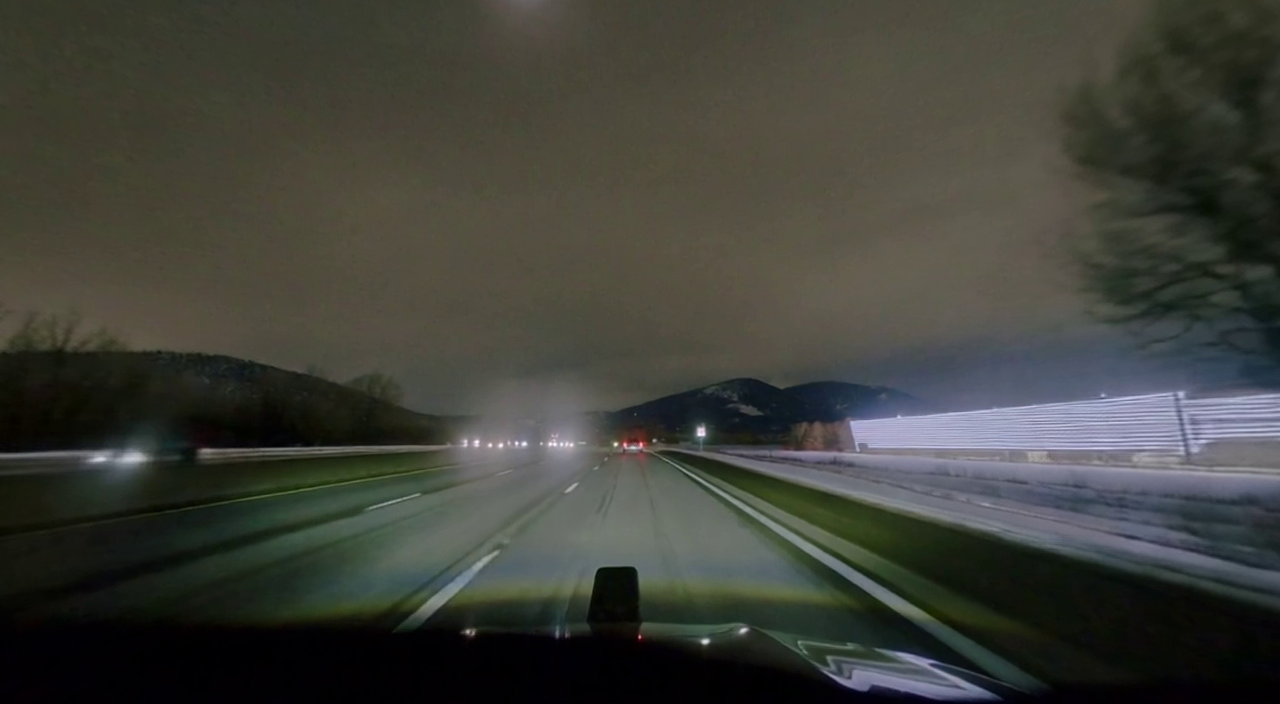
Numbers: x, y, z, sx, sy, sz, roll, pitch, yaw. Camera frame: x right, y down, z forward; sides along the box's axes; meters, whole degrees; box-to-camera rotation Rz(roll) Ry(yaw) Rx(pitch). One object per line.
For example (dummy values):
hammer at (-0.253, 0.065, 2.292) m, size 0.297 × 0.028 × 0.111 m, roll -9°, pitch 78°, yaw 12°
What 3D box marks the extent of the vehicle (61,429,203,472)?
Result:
vehicle at (-19.656, 3.808, 24.626) m, size 1.915 × 1.527 × 4.409 m, roll 0°, pitch -8°, yaw -1°
